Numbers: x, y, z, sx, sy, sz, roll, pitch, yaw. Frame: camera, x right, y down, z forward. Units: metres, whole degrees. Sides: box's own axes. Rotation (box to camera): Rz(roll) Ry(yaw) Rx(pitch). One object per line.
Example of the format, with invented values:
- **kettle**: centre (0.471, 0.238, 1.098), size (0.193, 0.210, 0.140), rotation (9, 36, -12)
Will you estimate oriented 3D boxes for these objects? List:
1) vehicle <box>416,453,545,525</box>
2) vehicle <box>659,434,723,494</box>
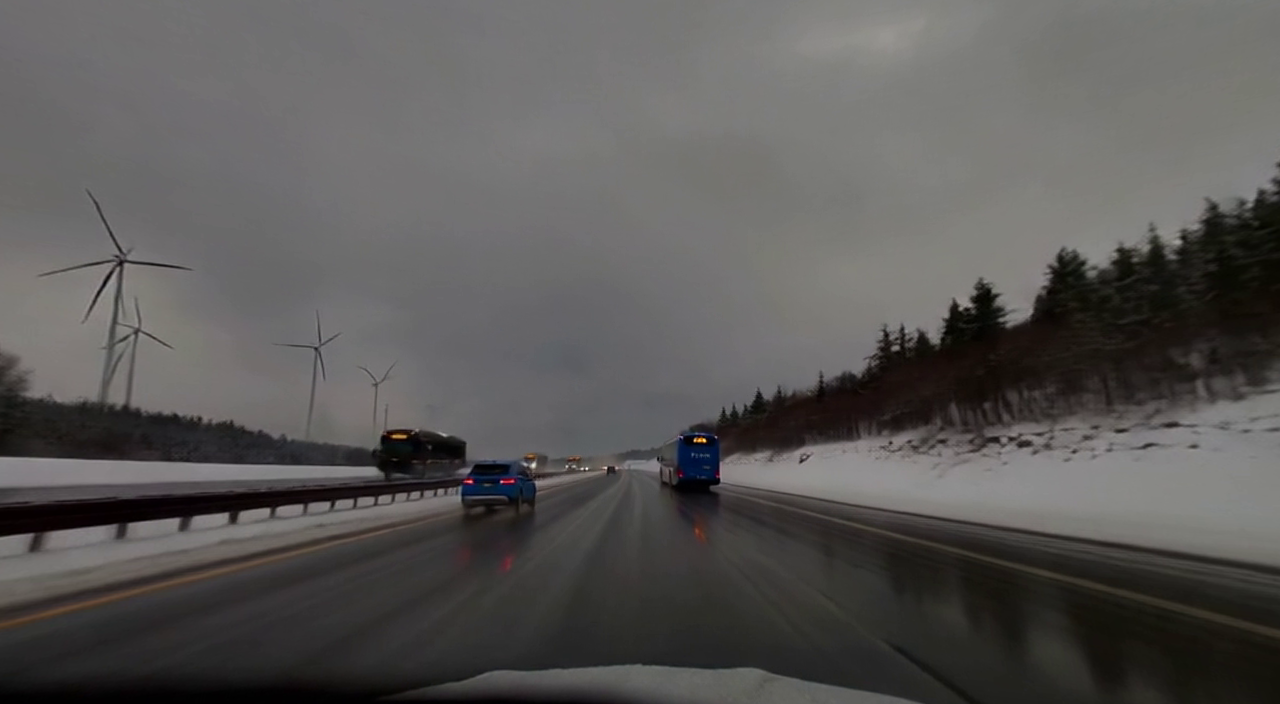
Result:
- **vehicle**: centre (-3.950, 3.516, 16.482), size (2.213, 1.568, 4.274), rotation (1, -11, 0)
- **vehicle**: centre (3.361, 8.214, 45.895), size (2.941, 3.574, 14.463), rotation (1, -11, -2)
